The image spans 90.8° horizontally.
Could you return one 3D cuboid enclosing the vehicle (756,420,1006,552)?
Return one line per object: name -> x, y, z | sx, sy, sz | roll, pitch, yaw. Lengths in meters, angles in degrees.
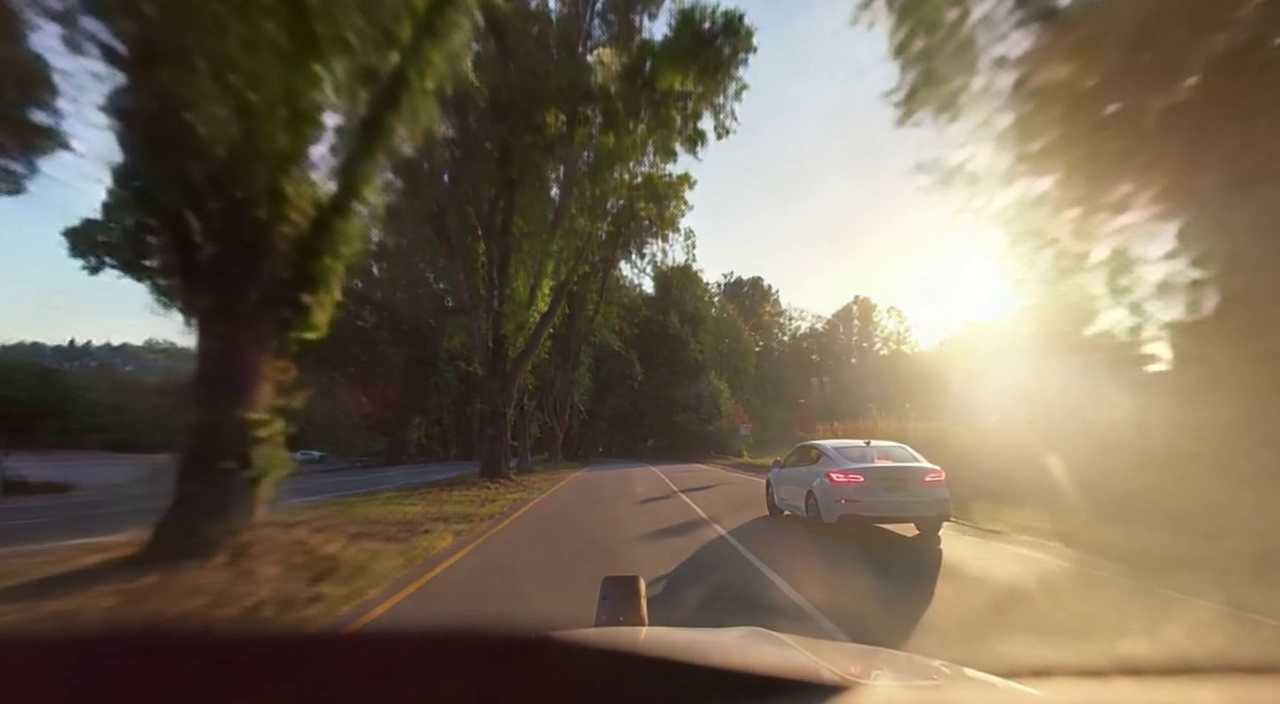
vehicle -> 3.383, 1.982, 10.085 | 2.060, 1.584, 4.592 | 0, -9, -2
